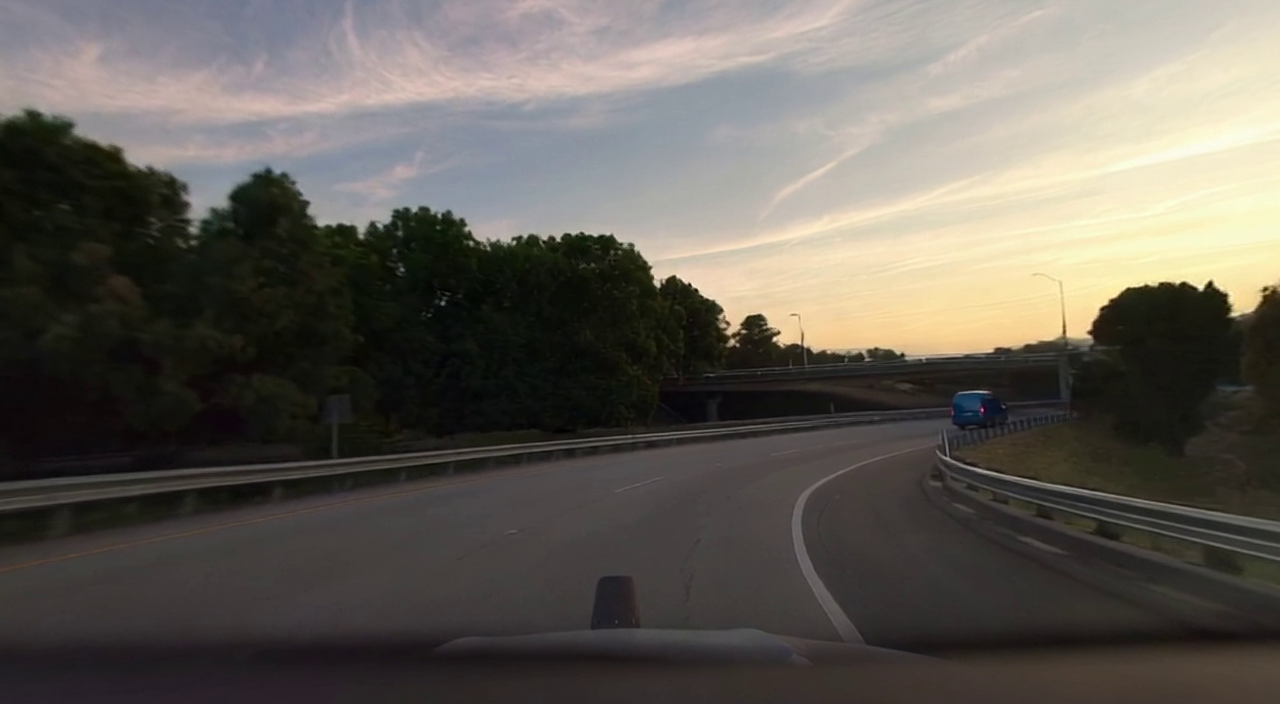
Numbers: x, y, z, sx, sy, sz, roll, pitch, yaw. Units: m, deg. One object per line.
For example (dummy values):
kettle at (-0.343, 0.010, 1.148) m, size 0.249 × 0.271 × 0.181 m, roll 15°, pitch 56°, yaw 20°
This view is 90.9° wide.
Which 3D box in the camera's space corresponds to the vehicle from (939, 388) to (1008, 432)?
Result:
vehicle at (21.601, 3.835, 40.700) m, size 5.330 × 2.577 × 2.352 m, roll 7°, pitch -11°, yaw -44°
